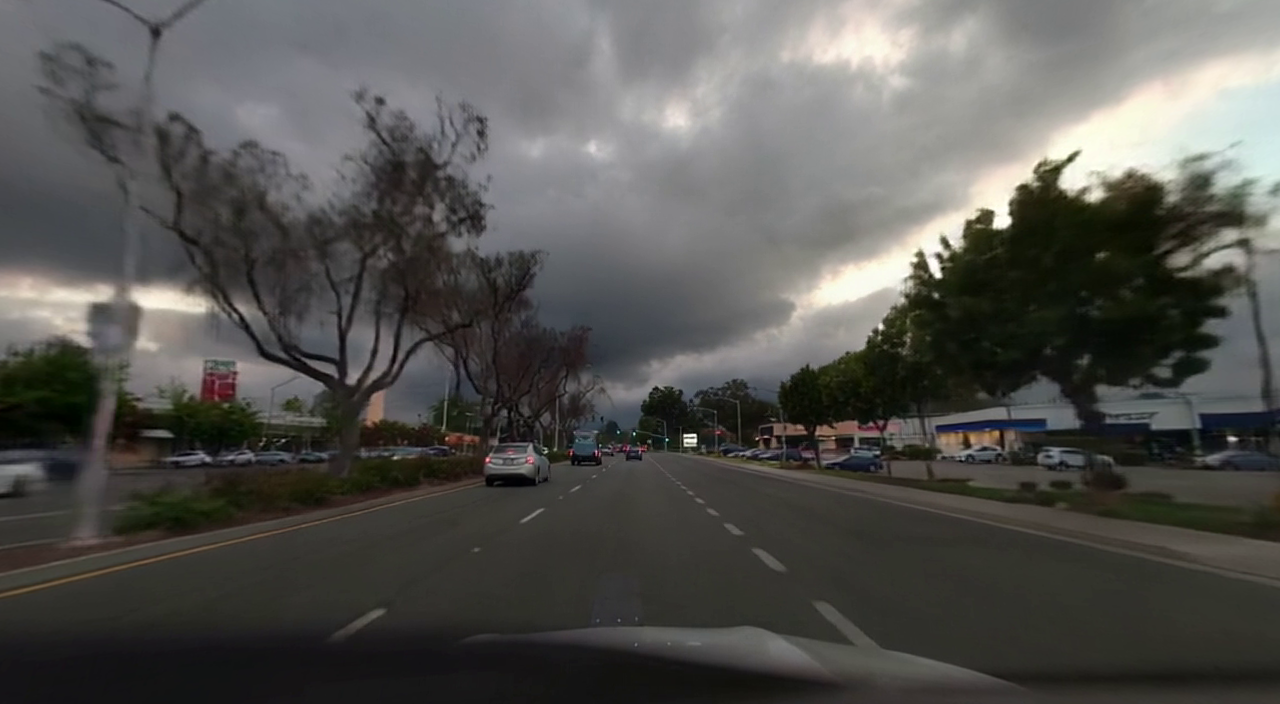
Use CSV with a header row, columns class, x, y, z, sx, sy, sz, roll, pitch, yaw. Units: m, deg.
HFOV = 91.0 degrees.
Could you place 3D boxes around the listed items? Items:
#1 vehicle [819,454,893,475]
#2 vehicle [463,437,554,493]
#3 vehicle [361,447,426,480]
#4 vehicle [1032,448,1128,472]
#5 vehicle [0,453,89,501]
class,x,y,z,sx,sy,sz,roll,pitch,yaw
vehicle,16.172,8.450,47.302,4.723,1.466,2.085,0,-9,-1
vehicle,-4.256,3.728,21.149,2.109,1.672,4.256,0,-9,0
vehicle,-12.487,5.639,32.169,1.760,1.567,3.930,0,-9,-1
vehicle,28.880,7.097,41.395,4.754,1.499,1.955,0,-9,2
vehicle,-23.002,4.541,23.120,1.836,1.582,4.075,0,-9,-2
